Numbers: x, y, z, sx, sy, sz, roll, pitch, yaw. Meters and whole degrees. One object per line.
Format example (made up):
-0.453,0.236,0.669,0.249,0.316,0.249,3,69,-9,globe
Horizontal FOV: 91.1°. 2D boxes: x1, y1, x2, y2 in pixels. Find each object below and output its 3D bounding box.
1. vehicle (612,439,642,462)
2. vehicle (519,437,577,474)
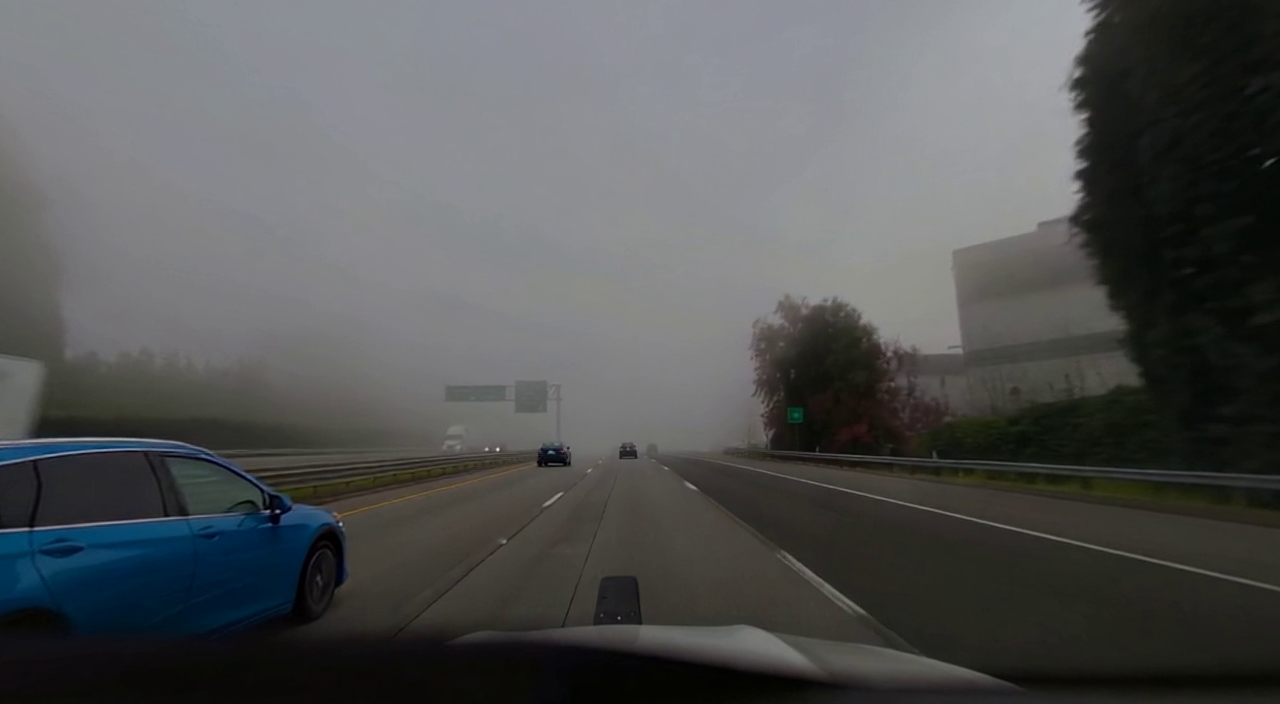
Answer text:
-1.056,7.609,48.657,2.196,1.699,4.499,0,-8,-2,vehicle
-4.358,4.986,30.452,2.271,1.626,4.463,0,-8,-1,vehicle
